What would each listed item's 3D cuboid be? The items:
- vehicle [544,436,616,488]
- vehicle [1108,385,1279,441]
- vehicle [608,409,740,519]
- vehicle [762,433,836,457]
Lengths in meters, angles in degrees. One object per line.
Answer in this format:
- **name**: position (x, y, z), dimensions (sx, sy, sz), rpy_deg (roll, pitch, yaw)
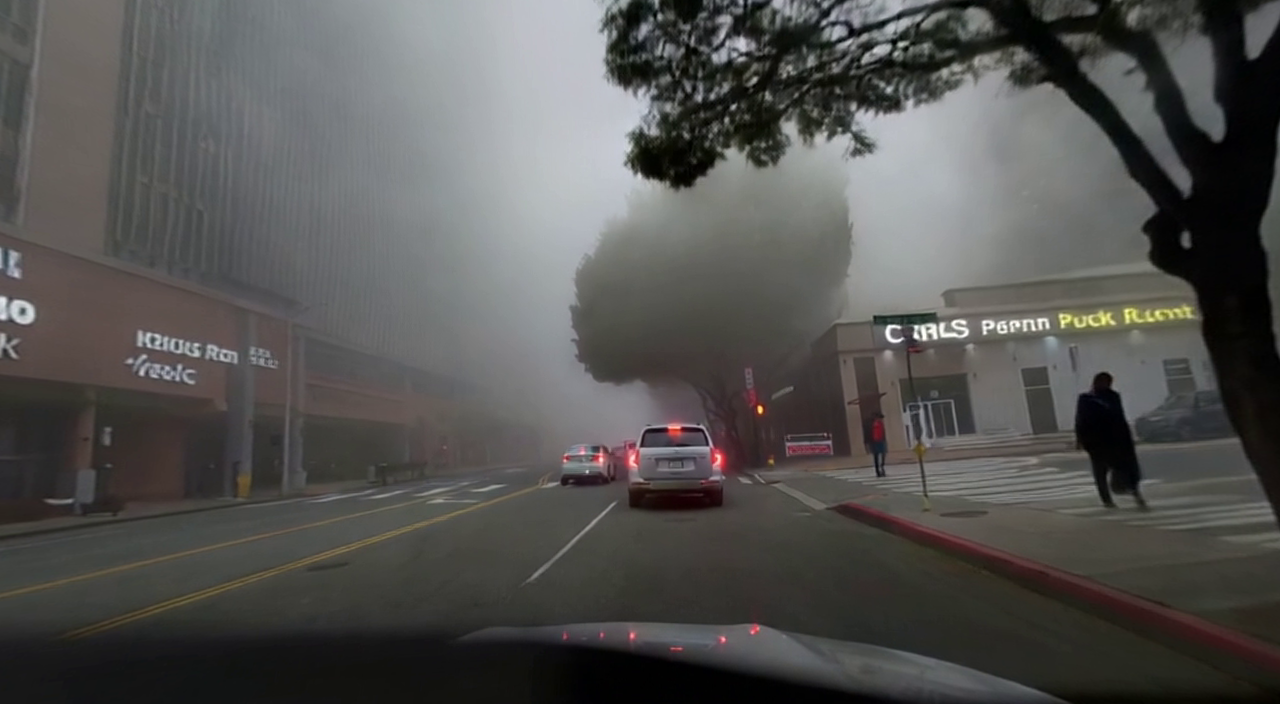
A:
- **vehicle**: position (-2.076, 3.960, 23.098), dimensions (2.023, 1.702, 4.152), rpy_deg (-1, -8, 3)
- **vehicle**: position (17.393, 1.897, 19.308), dimensions (4.474, 1.583, 1.970), rpy_deg (-1, -8, 4)
- **vehicle**: position (0.681, 2.363, 13.784), dimensions (2.352, 1.953, 4.796), rpy_deg (-1, -8, 2)
- **vehicle**: position (10.496, 6.143, 41.872), dimensions (4.426, 1.490, 1.862), rpy_deg (-1, -8, 2)
